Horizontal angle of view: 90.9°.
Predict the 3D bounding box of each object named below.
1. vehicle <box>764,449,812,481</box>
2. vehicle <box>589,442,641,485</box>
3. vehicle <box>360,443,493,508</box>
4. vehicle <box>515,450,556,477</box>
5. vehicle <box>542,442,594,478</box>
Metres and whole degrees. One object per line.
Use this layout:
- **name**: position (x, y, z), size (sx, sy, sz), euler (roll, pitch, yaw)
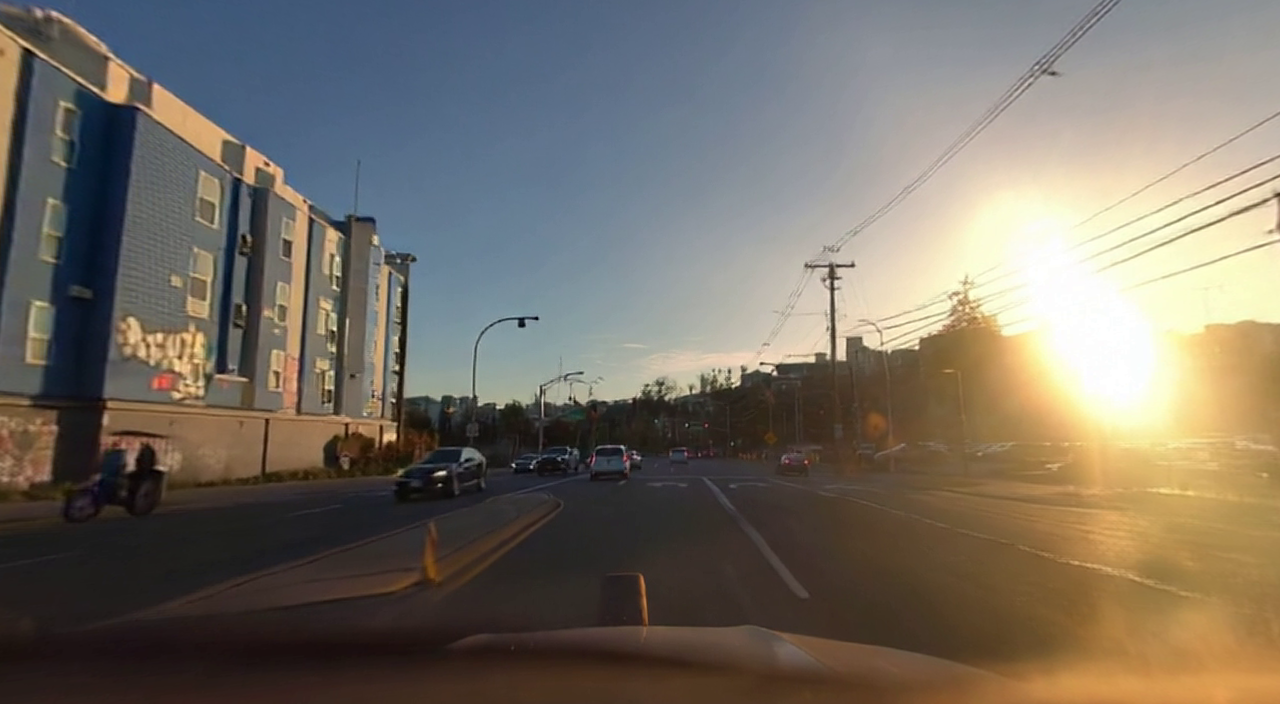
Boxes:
- **vehicle**: position (8.795, 6.696, 37.804), size (1.952, 1.749, 4.311), euler (-1, -8, 2)
- **vehicle**: position (-1.123, 5.013, 28.784), size (2.160, 1.786, 4.702), euler (0, -8, -2)
- **vehicle**: position (-5.553, 3.232, 17.081), size (1.973, 1.502, 4.275), euler (-1, -8, 2)
- **vehicle**: position (-7.682, 8.253, 46.773), size (2.123, 1.831, 4.304), euler (-1, -8, 2)
- **vehicle**: position (-4.779, 7.299, 42.933), size (2.515, 2.248, 5.821), euler (-1, -8, 3)
